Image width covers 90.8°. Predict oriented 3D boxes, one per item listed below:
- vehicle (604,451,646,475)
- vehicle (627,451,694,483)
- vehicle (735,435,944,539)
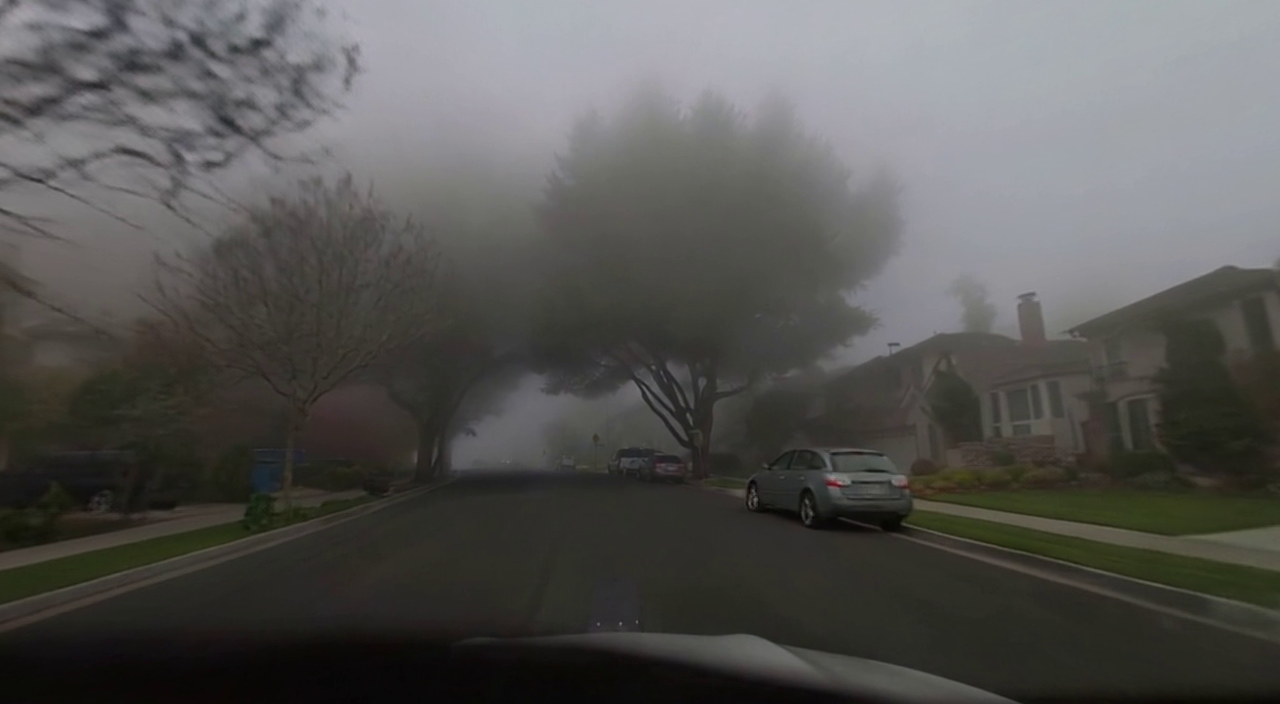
[{"bbox_3d":[-1.092,7.475,42.697,1.915,1.480,4.591,2,-9,-13],"label":"vehicle"},{"bbox_3d":[0.964,5.942,33.064,2.193,1.504,4.576,2,-9,-15],"label":"vehicle"},{"bbox_3d":[3.902,2.714,13.562,2.111,1.771,4.942,1,-9,-11],"label":"vehicle"}]
